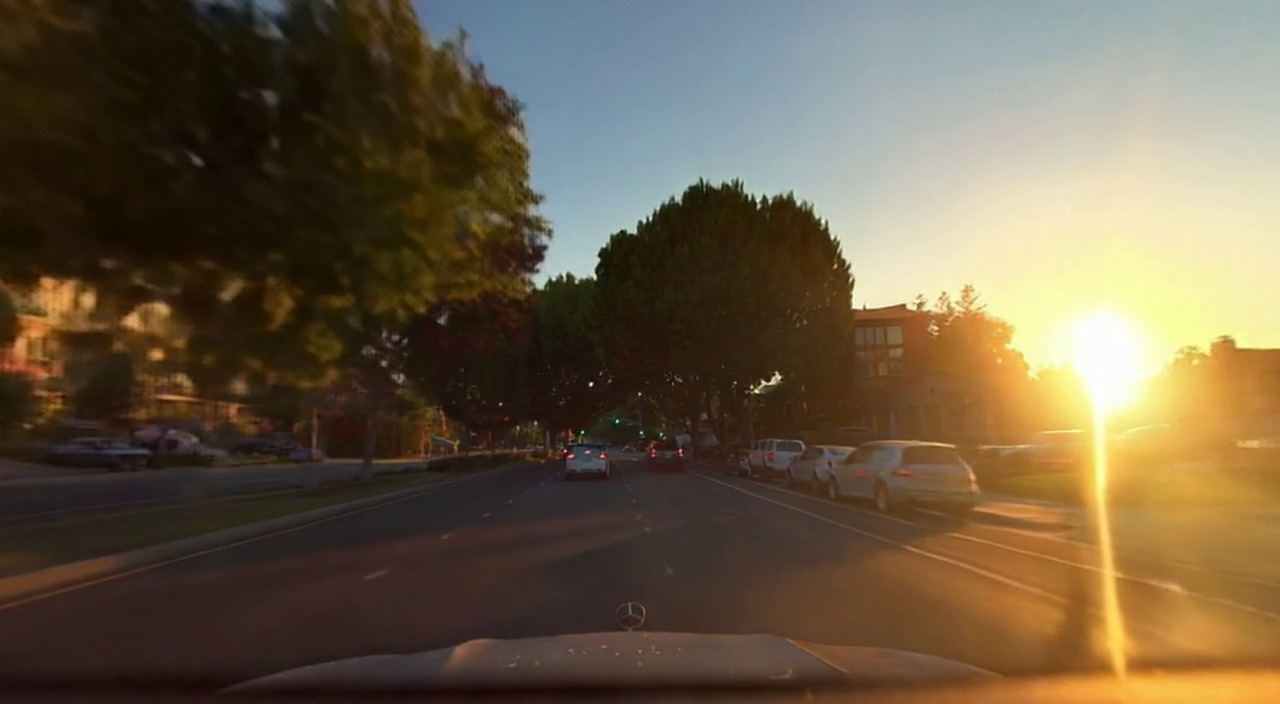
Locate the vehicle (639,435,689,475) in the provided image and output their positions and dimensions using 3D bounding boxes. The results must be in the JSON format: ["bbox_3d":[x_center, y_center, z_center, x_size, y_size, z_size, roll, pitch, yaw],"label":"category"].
[{"bbox_3d":[1.080,4.993,30.800,2.073,1.822,4.276,0,-8,-3],"label":"vehicle"}]

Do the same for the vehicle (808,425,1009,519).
[{"bbox_3d":[6.077,2.832,15.290,2.184,1.786,5.497,2,-9,-4],"label":"vehicle"}]

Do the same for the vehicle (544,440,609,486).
[{"bbox_3d":[-2.181,3.951,22.771,2.140,1.474,4.026,0,-8,-3],"label":"vehicle"}]
